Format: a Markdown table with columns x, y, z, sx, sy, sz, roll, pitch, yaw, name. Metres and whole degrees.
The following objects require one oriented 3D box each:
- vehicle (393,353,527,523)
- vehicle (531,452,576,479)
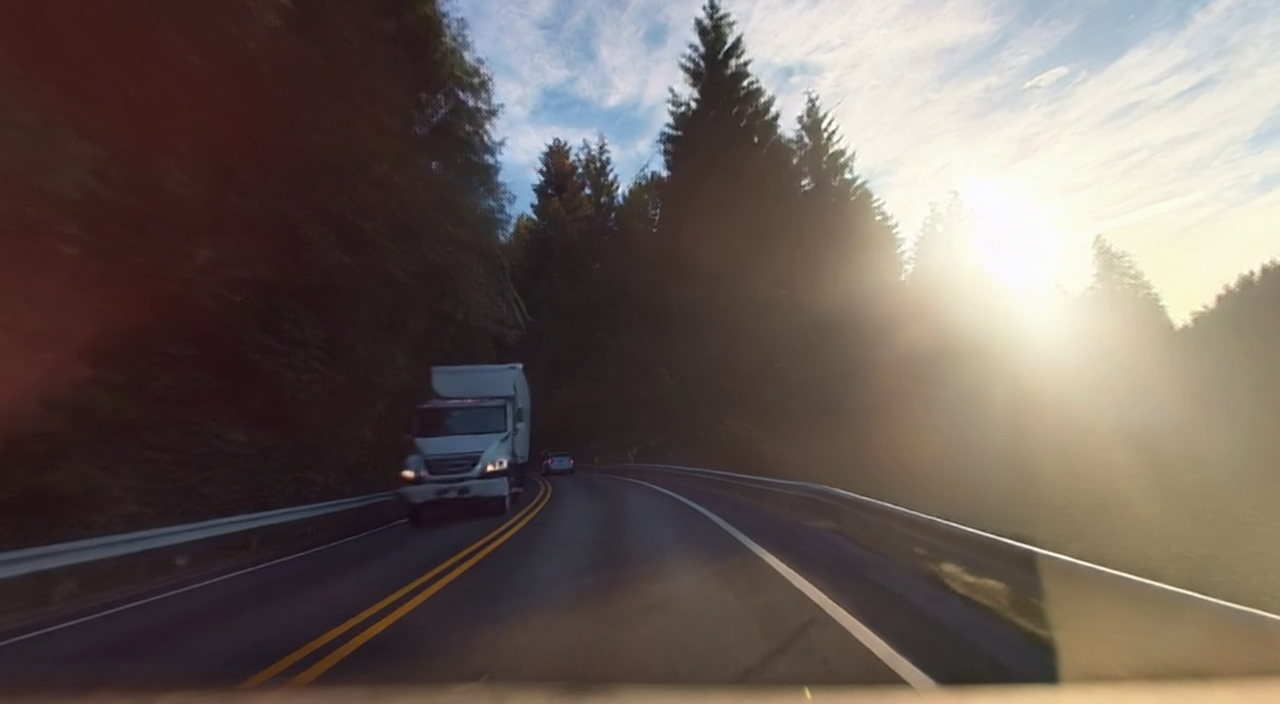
| x | y | z | sx | sy | sz | roll | pitch | yaw | name |
| --- | --- | --- | --- | --- | --- | --- | --- | --- | --- |
| -5.623 | 3.015 | 21.972 | 2.999 | 4.301 | 11.457 | 1 | -9 | -9 | vehicle |
| -5.369 | 6.916 | 38.717 | 2.120 | 1.491 | 4.349 | 2 | -9 | -16 | vehicle |
